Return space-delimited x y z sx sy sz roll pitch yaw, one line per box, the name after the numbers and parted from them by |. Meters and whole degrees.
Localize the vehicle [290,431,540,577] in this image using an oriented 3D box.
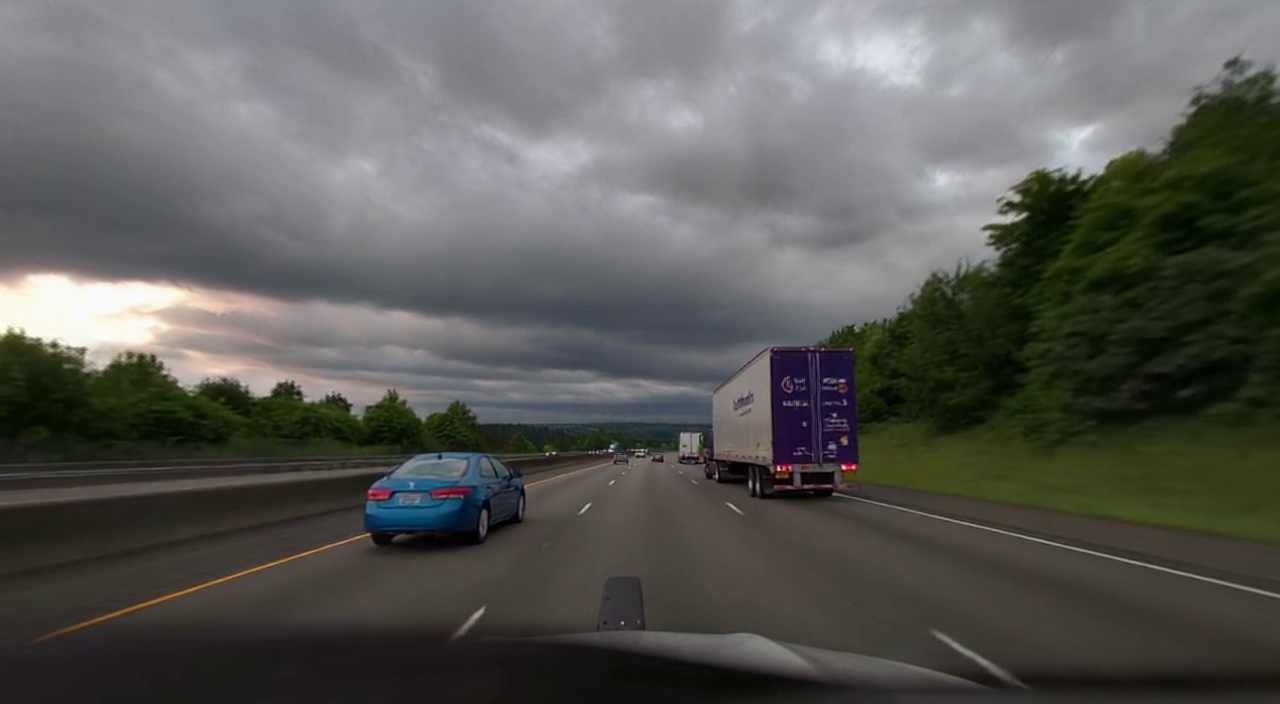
-2.833 2.024 9.190 1.960 1.579 4.384 0 -9 1 | vehicle

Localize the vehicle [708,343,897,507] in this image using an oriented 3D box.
4.634 2.804 22.069 2.858 3.952 13.731 0 -9 0 | vehicle
